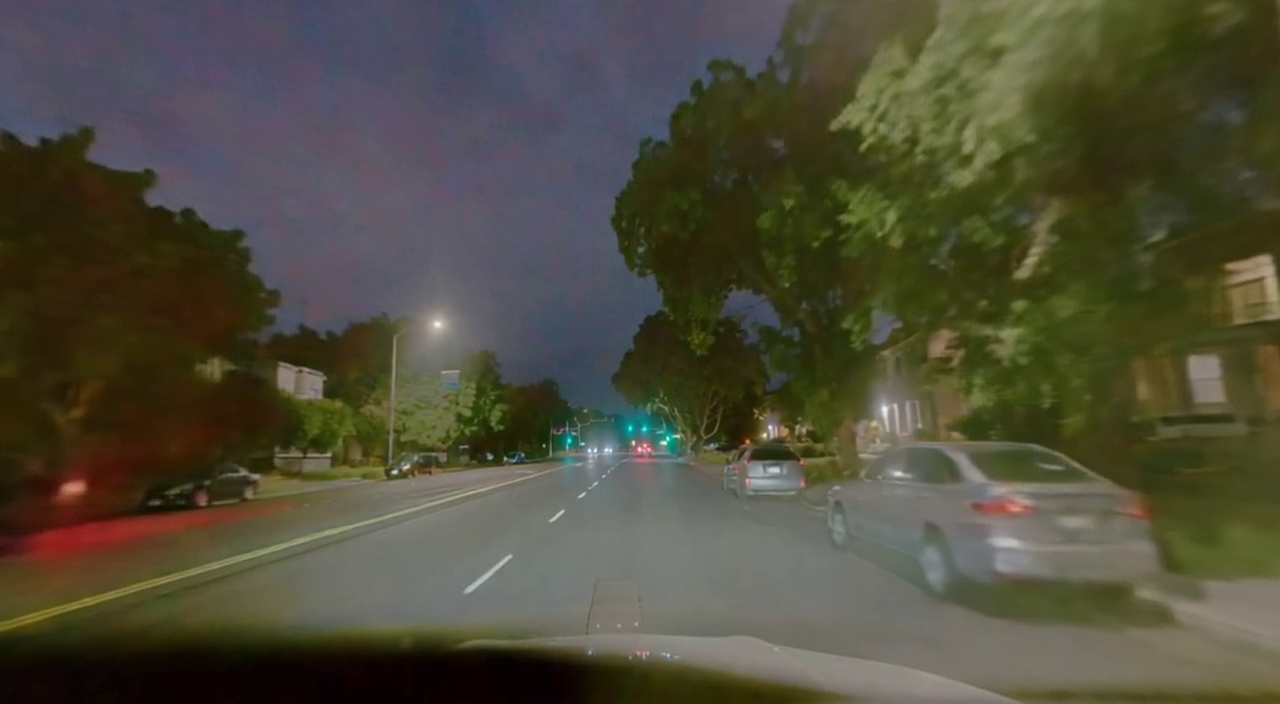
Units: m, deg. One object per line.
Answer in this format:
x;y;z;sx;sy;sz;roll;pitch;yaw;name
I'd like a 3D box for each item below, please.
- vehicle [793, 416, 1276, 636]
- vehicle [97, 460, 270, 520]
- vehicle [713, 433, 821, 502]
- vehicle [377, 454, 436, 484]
3.468;1.648;7.209;2.034;1.551;5.272;0;-9;-1;vehicle
-13.814;4.159;19.573;2.021;1.513;4.568;0;-9;-1;vehicle
3.414;3.228;17.980;2.078;1.679;4.562;0;-9;-1;vehicle
-13.914;6.936;37.886;1.876;1.495;4.647;-4;-9;-2;vehicle
